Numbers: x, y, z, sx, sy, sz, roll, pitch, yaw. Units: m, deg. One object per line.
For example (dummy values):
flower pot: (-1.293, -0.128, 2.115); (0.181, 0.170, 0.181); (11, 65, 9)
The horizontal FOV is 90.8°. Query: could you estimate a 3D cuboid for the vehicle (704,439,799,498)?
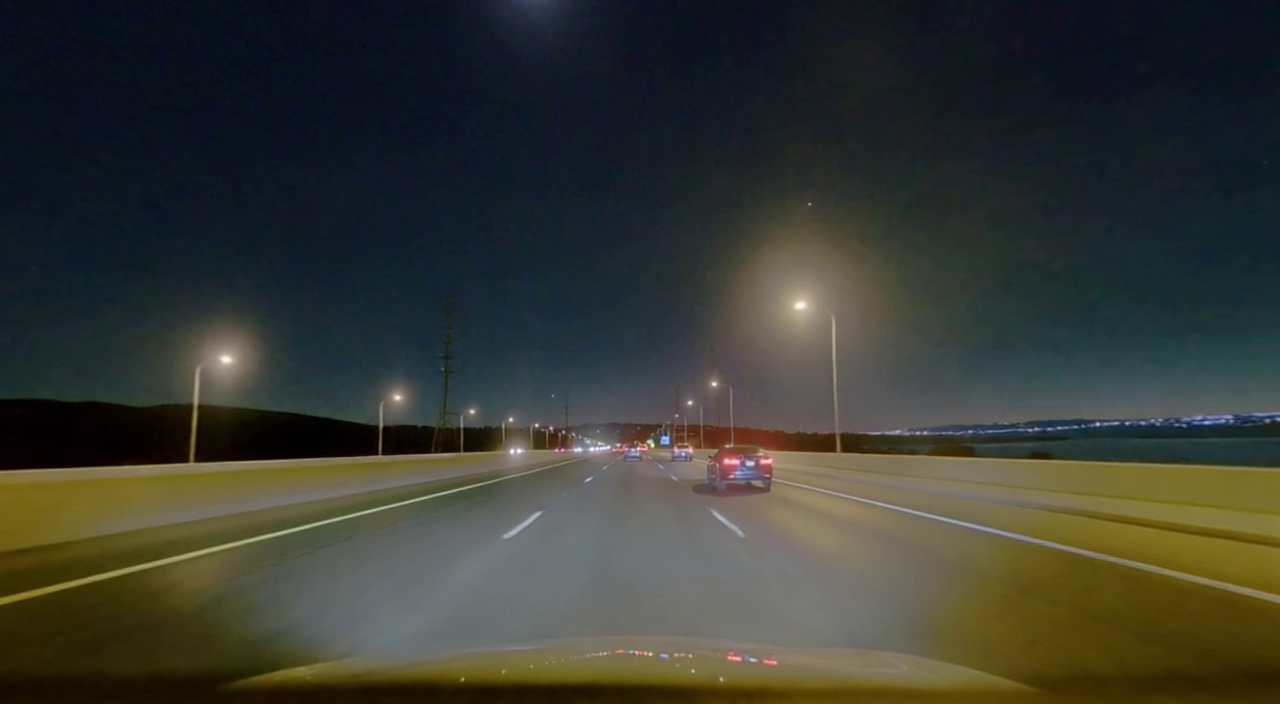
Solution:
vehicle: (3.068, 3.300, 18.395); (1.890, 1.490, 4.373); (0, -8, -1)
